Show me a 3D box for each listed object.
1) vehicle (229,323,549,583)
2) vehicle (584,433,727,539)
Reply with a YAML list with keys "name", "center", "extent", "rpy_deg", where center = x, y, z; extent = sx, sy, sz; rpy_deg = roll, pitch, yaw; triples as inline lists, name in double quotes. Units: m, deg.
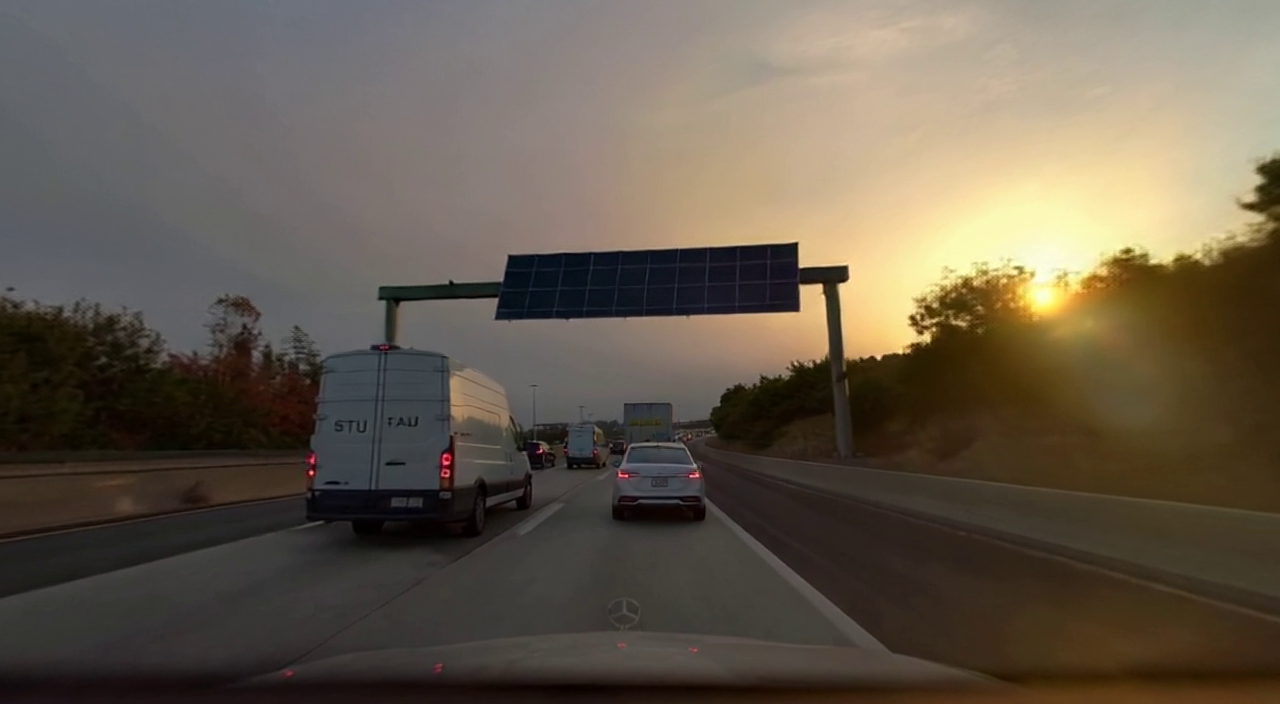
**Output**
- name: "vehicle"
  center: [-3.119, 1.549, 10.099]
  extent: [2.289, 2.757, 6.726]
  rpy_deg: [0, -9, 0]
- name: "vehicle"
  center: [0.213, 2.219, 10.959]
  extent: [2.063, 1.507, 3.488]
  rpy_deg: [0, -9, 0]
